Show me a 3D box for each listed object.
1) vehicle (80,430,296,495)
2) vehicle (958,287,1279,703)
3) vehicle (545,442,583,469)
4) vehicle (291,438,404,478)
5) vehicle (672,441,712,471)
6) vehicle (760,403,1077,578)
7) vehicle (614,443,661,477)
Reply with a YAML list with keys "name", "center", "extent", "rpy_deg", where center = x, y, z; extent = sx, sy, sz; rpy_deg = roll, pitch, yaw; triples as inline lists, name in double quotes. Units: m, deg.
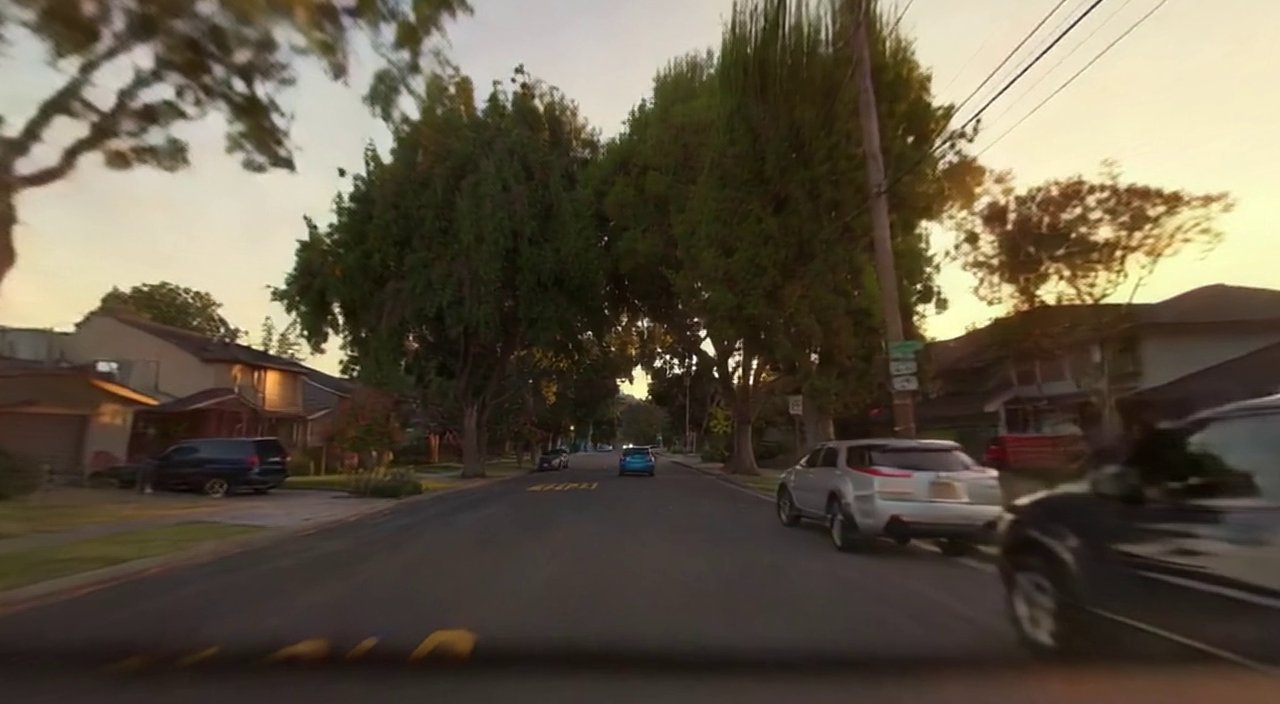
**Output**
- name: "vehicle"
  center: [-13.354, 3.273, 18.921]
  extent: [4.836, 1.831, 1.982]
  rpy_deg: [0, -9, -1]
- name: "vehicle"
  center: [3.595, 0.717, 2.316]
  extent: [2.221, 1.960, 4.927]
  rpy_deg: [0, -8, 0]
- name: "vehicle"
  center: [-5.693, 7.783, 47.974]
  extent: [2.126, 1.816, 4.796]
  rpy_deg: [-3, -8, 1]
- name: "vehicle"
  center: [-13.440, 4.877, 29.248]
  extent: [4.253, 1.772, 1.980]
  rpy_deg: [0, -9, -3]
- name: "vehicle"
  center: [3.093, 6.266, 38.362]
  extent: [1.978, 1.690, 4.306]
  rpy_deg: [0, -9, -1]
- name: "vehicle"
  center: [3.449, 1.873, 9.505]
  extent: [2.135, 1.809, 5.682]
  rpy_deg: [0, -9, -1]
- name: "vehicle"
  center: [-0.131, 4.952, 29.187]
  extent: [2.000, 1.449, 4.006]
  rpy_deg: [0, -8, 0]
